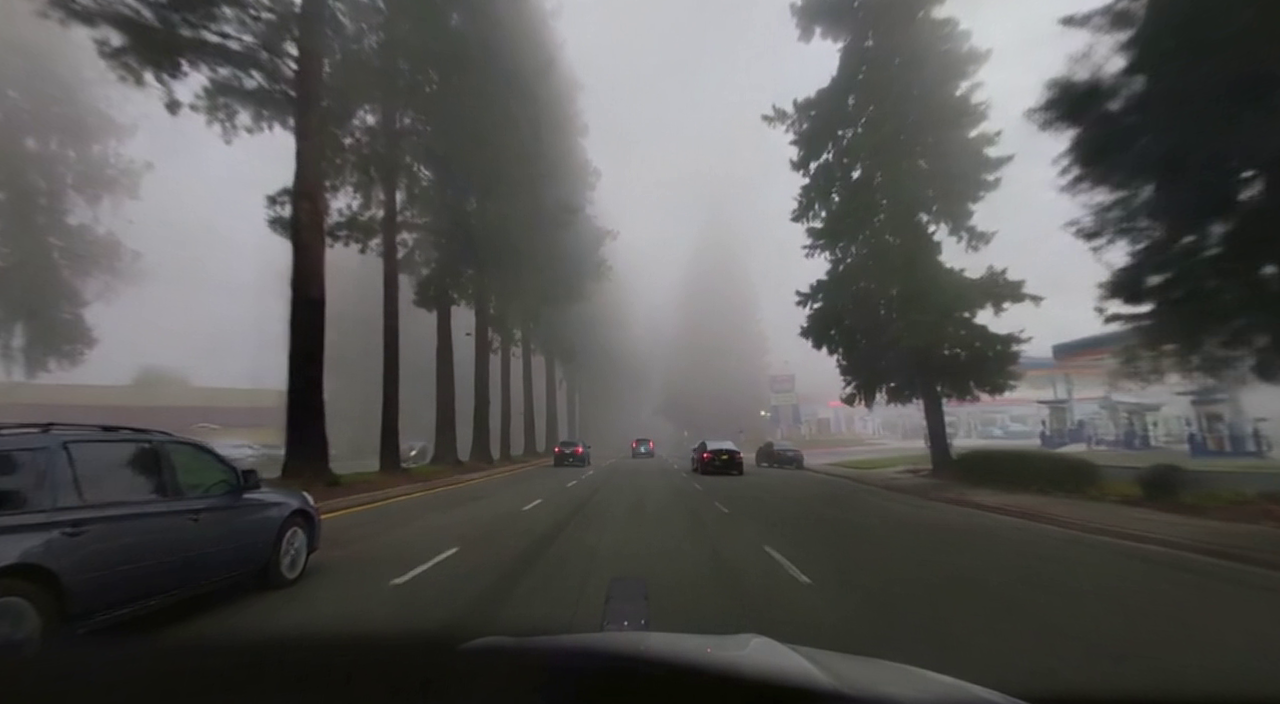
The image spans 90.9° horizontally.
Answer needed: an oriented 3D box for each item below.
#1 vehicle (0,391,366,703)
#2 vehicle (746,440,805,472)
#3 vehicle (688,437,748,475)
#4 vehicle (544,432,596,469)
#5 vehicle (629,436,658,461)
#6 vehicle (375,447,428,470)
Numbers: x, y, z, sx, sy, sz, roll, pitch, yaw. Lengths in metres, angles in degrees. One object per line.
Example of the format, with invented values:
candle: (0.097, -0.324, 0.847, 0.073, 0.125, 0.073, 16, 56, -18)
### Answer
vehicle: (-4.096, 1.151, 4.380, 1.988, 1.530, 5.155, 0, -8, 1)
vehicle: (6.443, 4.985, 30.506, 1.856, 1.421, 4.357, 0, -8, -1)
vehicle: (3.275, 4.468, 27.434, 2.010, 1.486, 4.498, 0, -8, -1)
vehicle: (-3.451, 4.973, 31.995, 2.051, 1.747, 4.370, 0, -8, 1)
vehicle: (0.235, 6.498, 42.542, 1.922, 1.579, 3.642, 0, -8, 0)
vehicle: (-16.833, 7.509, 44.718, 1.808, 1.476, 4.449, 0, -8, 2)
